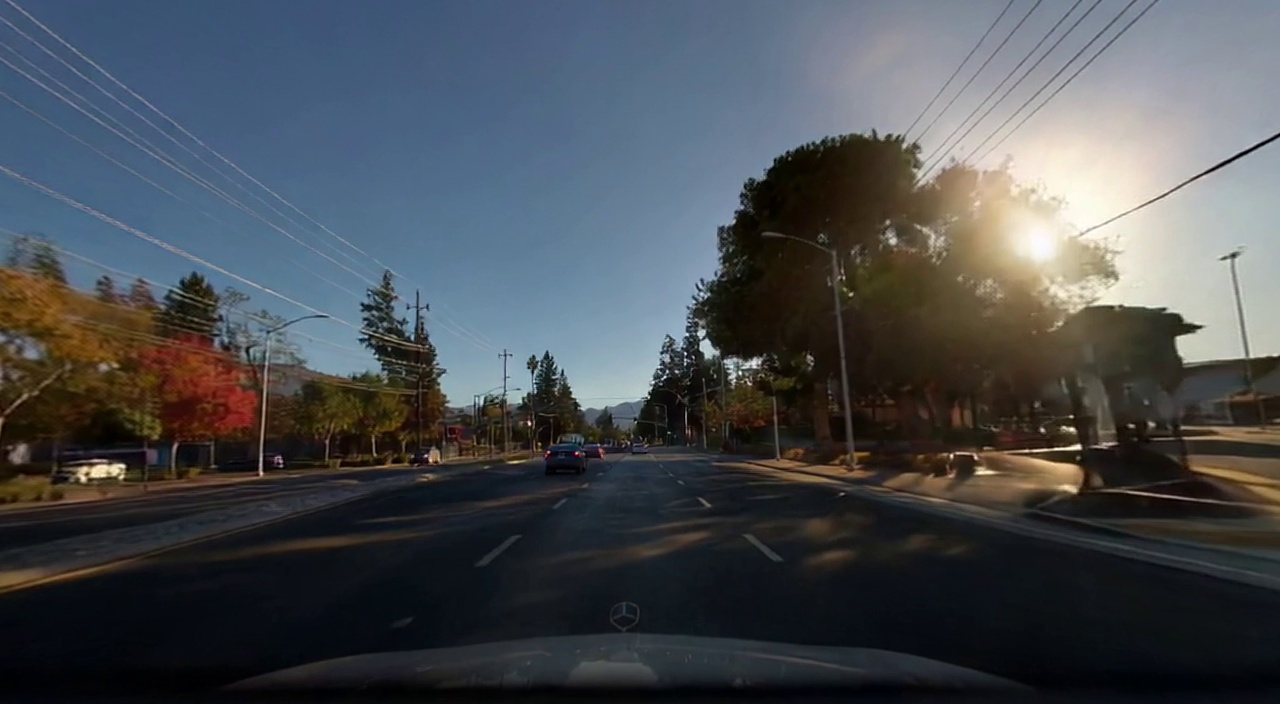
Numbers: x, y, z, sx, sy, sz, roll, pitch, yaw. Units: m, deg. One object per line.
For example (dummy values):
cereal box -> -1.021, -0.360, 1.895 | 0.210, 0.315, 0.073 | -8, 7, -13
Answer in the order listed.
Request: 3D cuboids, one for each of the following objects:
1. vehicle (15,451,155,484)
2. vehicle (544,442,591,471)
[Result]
vehicle -> -33.945, 7.064, 38.647 | 6.134, 1.918, 2.296 | 0, -9, -4
vehicle -> -3.938, 5.748, 34.814 | 2.076, 1.444, 4.328 | 0, -9, 0
